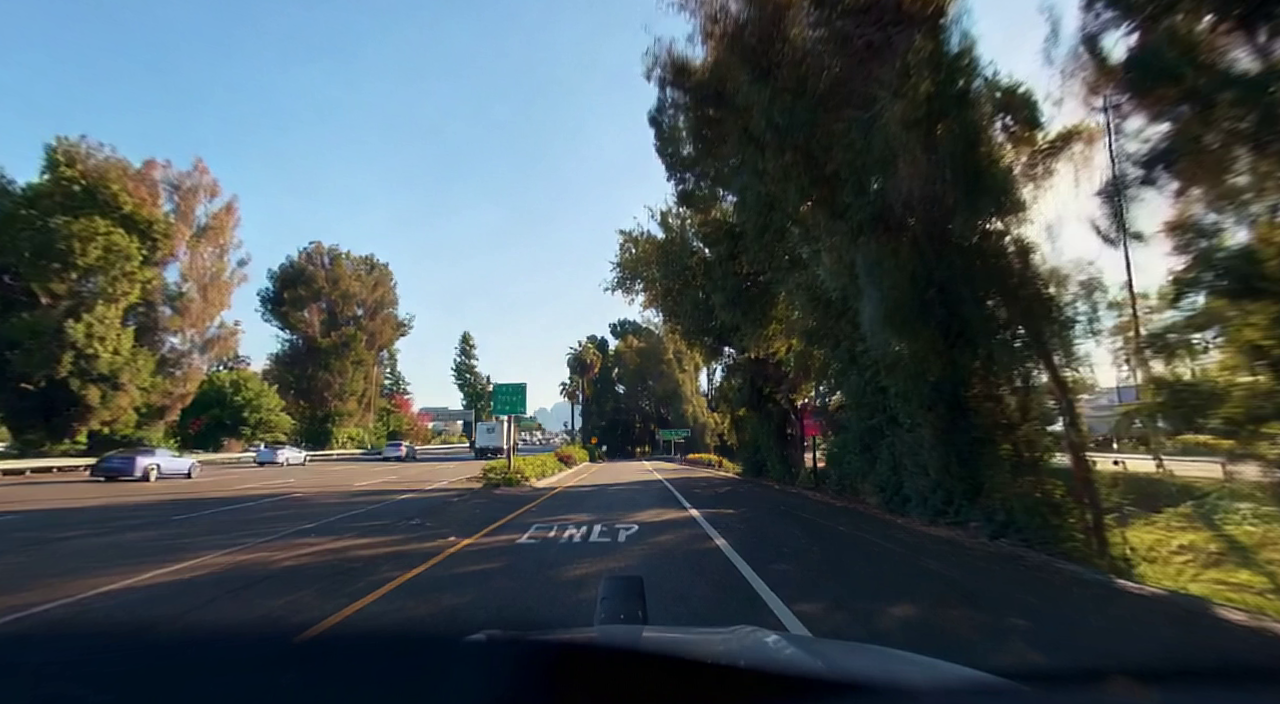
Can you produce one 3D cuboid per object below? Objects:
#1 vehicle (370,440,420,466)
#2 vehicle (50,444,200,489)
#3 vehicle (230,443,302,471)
[{"bbox_3d":[-16.202,6.679,41.961,1.919,1.658,4.084,0,-9,-4],"label":"vehicle"},{"bbox_3d":[-18.906,4.195,23.538,1.933,1.496,4.516,0,-9,-3],"label":"vehicle"},{"bbox_3d":[-23.624,6.603,40.109,1.998,1.648,4.495,0,-9,-4],"label":"vehicle"}]
